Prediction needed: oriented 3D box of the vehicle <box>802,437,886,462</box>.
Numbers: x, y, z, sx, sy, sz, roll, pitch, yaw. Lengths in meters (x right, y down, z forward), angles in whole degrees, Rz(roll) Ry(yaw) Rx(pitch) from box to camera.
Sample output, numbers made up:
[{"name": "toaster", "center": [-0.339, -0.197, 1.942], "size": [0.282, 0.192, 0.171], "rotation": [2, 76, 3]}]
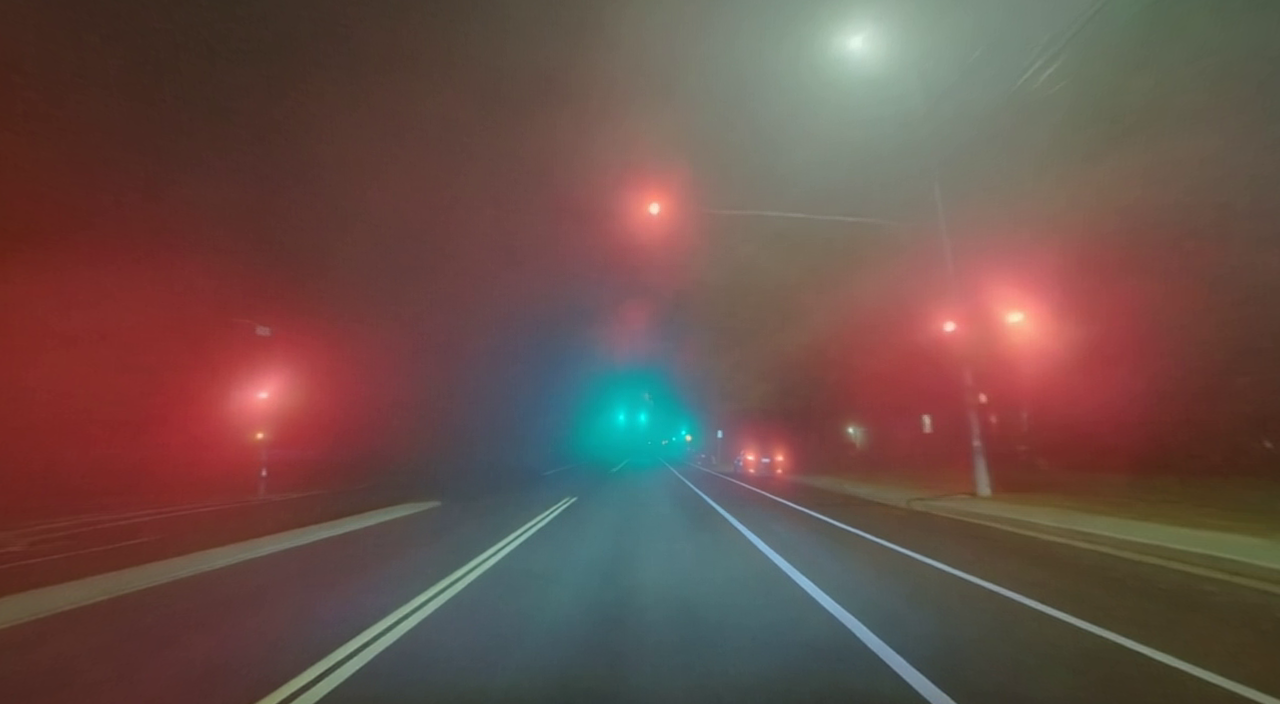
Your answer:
[{"name": "vehicle", "center": [12.396, 5.949, 38.534], "size": [4.502, 1.470, 1.839], "rotation": [0, -8, -1]}]

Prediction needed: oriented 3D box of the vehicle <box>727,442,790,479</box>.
[{"name": "vehicle", "center": [5.265, 4.879, 28.675], "size": [2.032, 1.478, 5.040], "rotation": [0, -8, 2]}]

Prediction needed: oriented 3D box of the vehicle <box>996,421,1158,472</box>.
[{"name": "vehicle", "center": [14.036, 3.064, 20.453], "size": [3.745, 1.540, 1.951], "rotation": [0, -8, 1]}]
